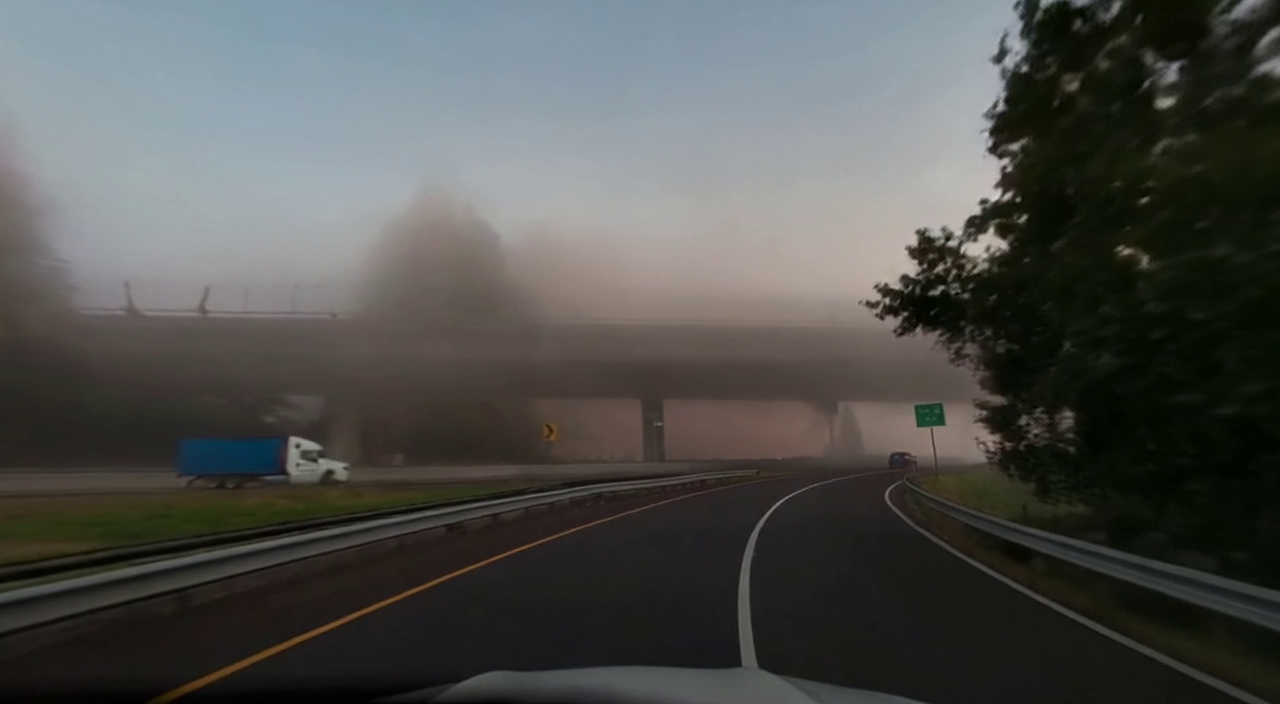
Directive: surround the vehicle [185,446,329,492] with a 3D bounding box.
[{"bbox_3d":[-13.446,4.062,22.216,4.024,1.444,1.940,7,-11,-38],"label":"vehicle"}]
